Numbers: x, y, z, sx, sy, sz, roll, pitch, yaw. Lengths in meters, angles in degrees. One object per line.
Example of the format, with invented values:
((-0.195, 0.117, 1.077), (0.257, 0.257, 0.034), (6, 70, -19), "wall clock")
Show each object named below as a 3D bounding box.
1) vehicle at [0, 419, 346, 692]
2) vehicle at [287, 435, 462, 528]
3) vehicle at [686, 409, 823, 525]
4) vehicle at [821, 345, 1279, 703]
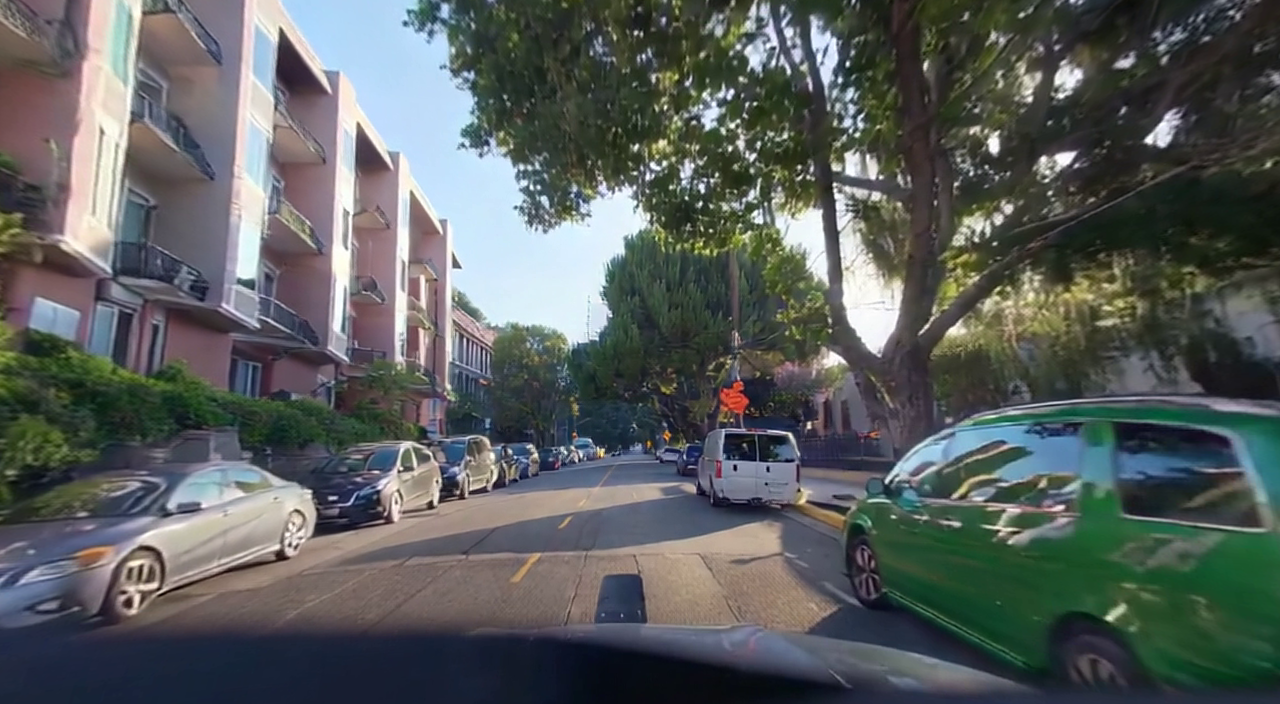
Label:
((-5.617, 1.839, 7.317), (2.101, 1.646, 5.001), (-1, -1, -1), "vehicle")
((-5.648, 2.763, 14.210), (1.838, 1.725, 4.660), (0, -8, 1), "vehicle")
((2.608, 2.665, 15.996), (2.259, 2.119, 5.281), (0, -2, -3), "vehicle")
((2.837, 1.085, 3.656), (2.031, 1.655, 5.148), (0, -8, 0), "vehicle")
